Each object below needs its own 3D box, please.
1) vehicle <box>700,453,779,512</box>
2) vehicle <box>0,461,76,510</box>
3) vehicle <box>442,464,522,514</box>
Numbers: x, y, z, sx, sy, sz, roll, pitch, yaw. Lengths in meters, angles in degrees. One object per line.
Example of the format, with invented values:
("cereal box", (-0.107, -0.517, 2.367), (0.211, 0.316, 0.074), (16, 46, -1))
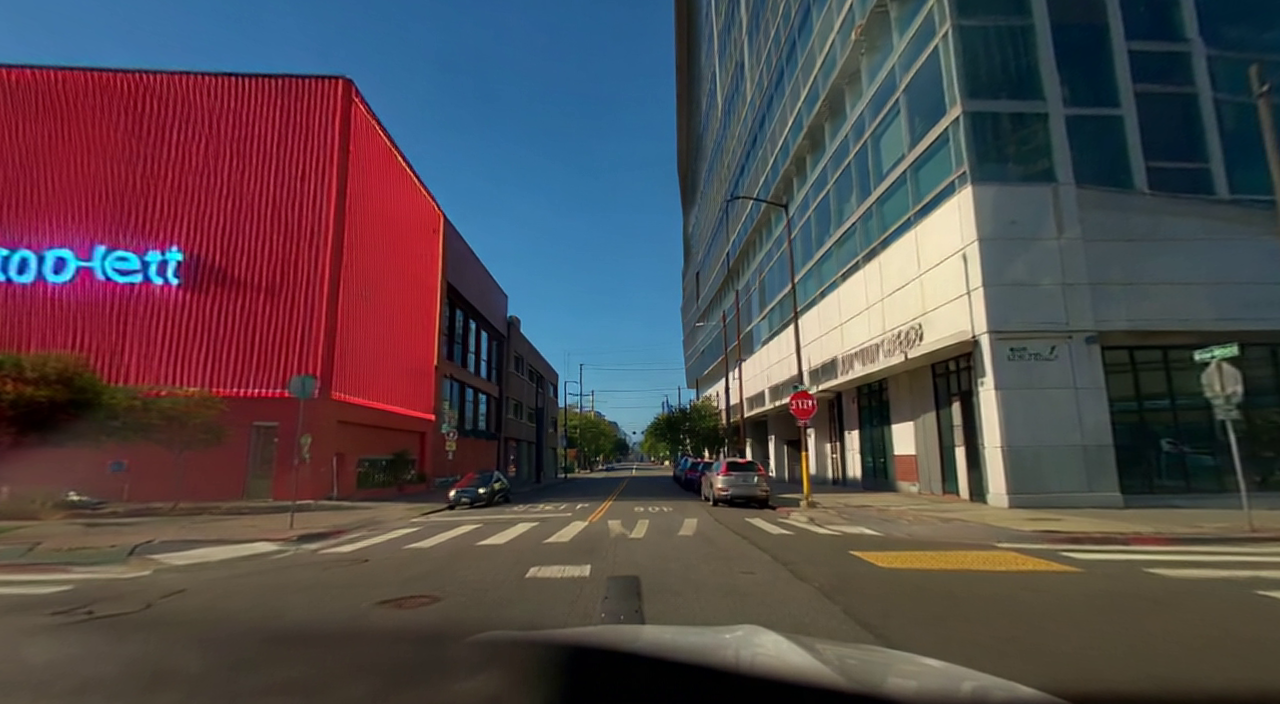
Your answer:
("vehicle", (3.146, 4.203, 20.894), (1.917, 1.680, 4.500), (0, -9, 1))
("vehicle", (-28.165, 5.994, 28.443), (1.665, 1.432, 4.120), (5, -1, 0))
("vehicle", (-5.411, 4.723, 22.152), (1.864, 1.447, 3.887), (0, -9, -2))
